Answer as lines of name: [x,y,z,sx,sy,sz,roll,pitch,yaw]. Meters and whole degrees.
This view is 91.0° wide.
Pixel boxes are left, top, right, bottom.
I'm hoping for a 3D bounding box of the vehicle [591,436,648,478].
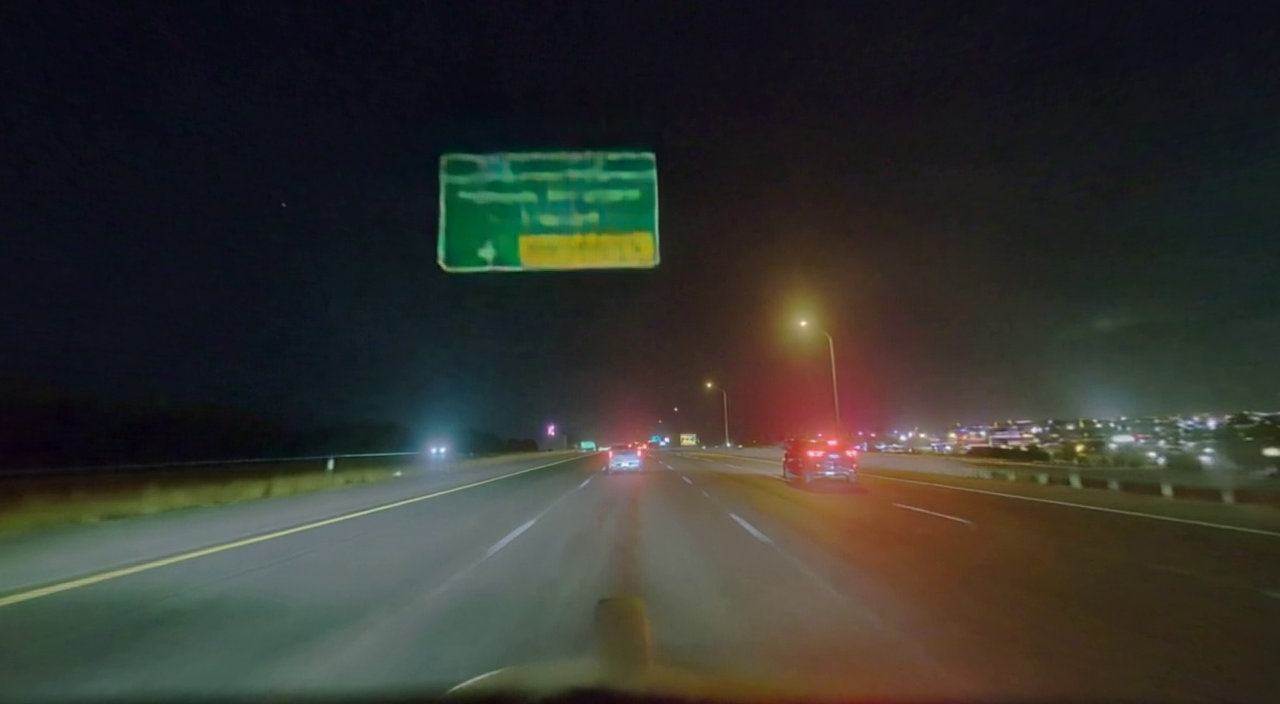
vehicle: [-0.753,4.231,25.613,2.147,1.576,3.964,0,-8,0]
